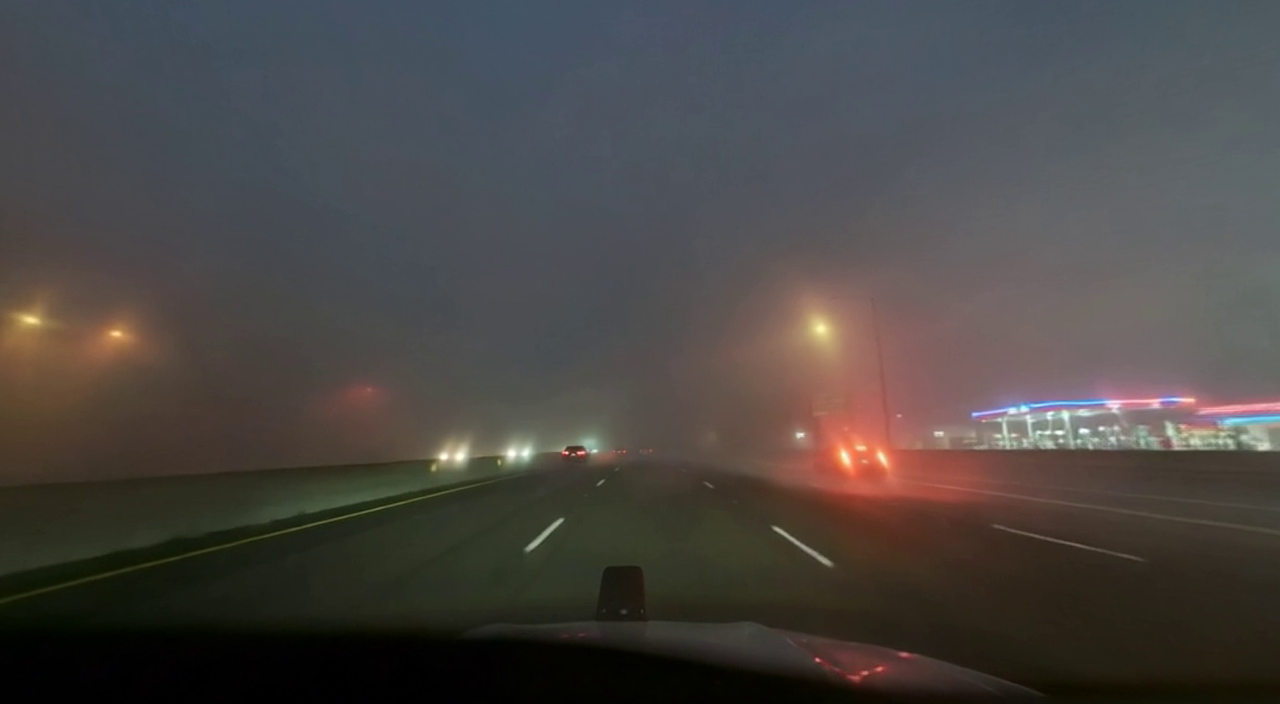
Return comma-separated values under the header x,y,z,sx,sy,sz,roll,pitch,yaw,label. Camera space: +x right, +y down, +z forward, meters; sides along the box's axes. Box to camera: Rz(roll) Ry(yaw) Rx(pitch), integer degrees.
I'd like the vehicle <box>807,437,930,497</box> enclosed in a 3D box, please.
x,y,z,sx,sy,sz,roll,pitch,yaw,label
6.446,3.284,18.469,1.909,1.467,4.940,-1,-9,2,vehicle

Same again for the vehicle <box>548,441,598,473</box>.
x,y,z,sx,sy,sz,roll,pitch,yaw,label
-3.406,5.442,32.798,2.114,1.510,4.186,-1,-9,1,vehicle
